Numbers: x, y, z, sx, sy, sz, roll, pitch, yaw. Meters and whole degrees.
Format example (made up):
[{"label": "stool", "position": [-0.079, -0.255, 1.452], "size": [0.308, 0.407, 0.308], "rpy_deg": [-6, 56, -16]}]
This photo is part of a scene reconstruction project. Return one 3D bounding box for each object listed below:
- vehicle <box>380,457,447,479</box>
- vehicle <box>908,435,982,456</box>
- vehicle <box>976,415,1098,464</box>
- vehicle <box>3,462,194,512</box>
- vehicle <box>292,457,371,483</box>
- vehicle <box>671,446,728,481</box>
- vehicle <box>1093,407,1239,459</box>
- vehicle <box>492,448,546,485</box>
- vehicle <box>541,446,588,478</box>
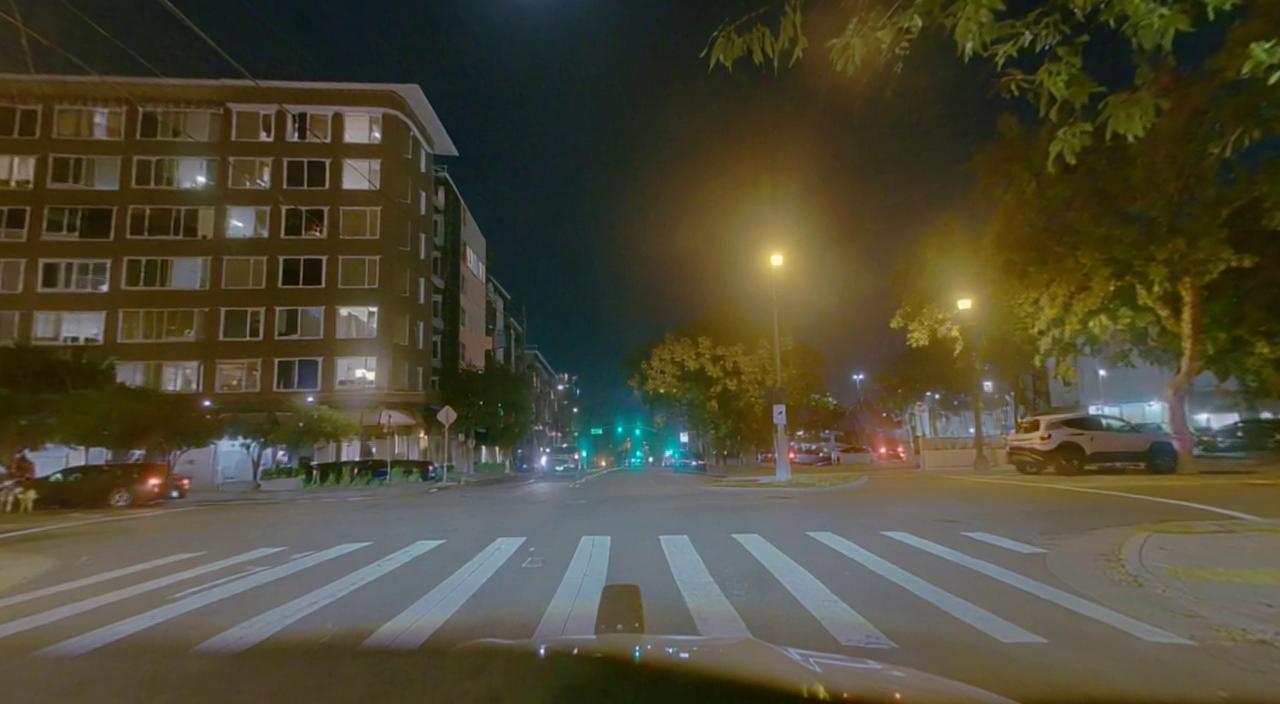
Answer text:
[{"label": "vehicle", "position": [-16.942, 8.660, 47.378], "size": [4.203, 1.544, 1.889], "rpy_deg": [0, -8, 1]}, {"label": "vehicle", "position": [23.016, 7.080, 47.772], "size": [4.528, 1.475, 2.070], "rpy_deg": [0, -8, 3]}, {"label": "vehicle", "position": [16.744, 3.786, 26.997], "size": [2.041, 1.921, 4.574], "rpy_deg": [0, -9, -2]}, {"label": "vehicle", "position": [-17.315, 4.315, 20.373], "size": [4.439, 1.448, 1.793], "rpy_deg": [0, -9, 0]}, {"label": "vehicle", "position": [-23.167, 8.886, 47.493], "size": [4.844, 1.836, 2.117], "rpy_deg": [-1, -8, 4]}, {"label": "vehicle", "position": [3.231, 5.859, 33.503], "size": [1.942, 1.603, 3.785], "rpy_deg": [0, -8, 22]}, {"label": "vehicle", "position": [22.306, 3.528, 27.144], "size": [2.137, 1.962, 4.988], "rpy_deg": [-1, -8, 3]}, {"label": "vehicle", "position": [-7.615, 7.246, 40.252], "size": [2.193, 1.814, 5.061], "rpy_deg": [-9, -8, 0]}, {"label": "vehicle", "position": [-4.429, 6.542, 37.712], "size": [2.102, 1.768, 4.290], "rpy_deg": [-1, -10, 3]}]
